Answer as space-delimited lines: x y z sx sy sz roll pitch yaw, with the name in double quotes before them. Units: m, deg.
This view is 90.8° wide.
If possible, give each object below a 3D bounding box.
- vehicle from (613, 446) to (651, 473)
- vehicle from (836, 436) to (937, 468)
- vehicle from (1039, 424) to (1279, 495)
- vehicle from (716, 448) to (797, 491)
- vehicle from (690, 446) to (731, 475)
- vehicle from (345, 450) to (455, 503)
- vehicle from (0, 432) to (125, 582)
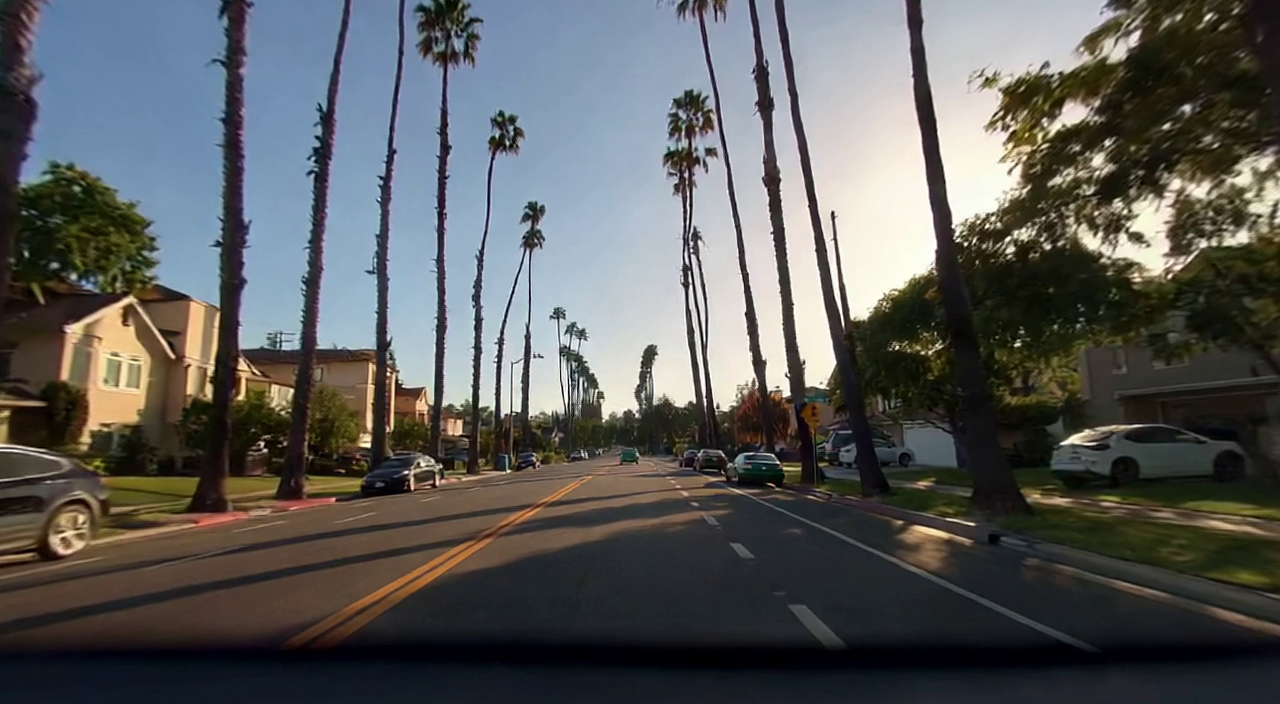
"vehicle" -0.473 6.354 37.507 2.098 1.483 4.099 0 -9 -1
"vehicle" 12.539 5.100 32.312 4.288 1.539 1.934 0 -9 -2
"vehicle" 12.273 2.537 15.062 4.169 1.567 1.852 0 -9 3
"vehicle" 4.402 4.524 24.782 2.033 1.495 5.175 0 -9 -2
"vehicle" 4.267 6.676 39.175 2.017 1.646 5.389 0 -9 1
"vehicle" -9.095 4.718 24.560 2.181 1.527 5.441 -2 -7 0
"vehicle" -8.869 1.912 7.336 2.061 1.783 4.631 -2 -6 -3
